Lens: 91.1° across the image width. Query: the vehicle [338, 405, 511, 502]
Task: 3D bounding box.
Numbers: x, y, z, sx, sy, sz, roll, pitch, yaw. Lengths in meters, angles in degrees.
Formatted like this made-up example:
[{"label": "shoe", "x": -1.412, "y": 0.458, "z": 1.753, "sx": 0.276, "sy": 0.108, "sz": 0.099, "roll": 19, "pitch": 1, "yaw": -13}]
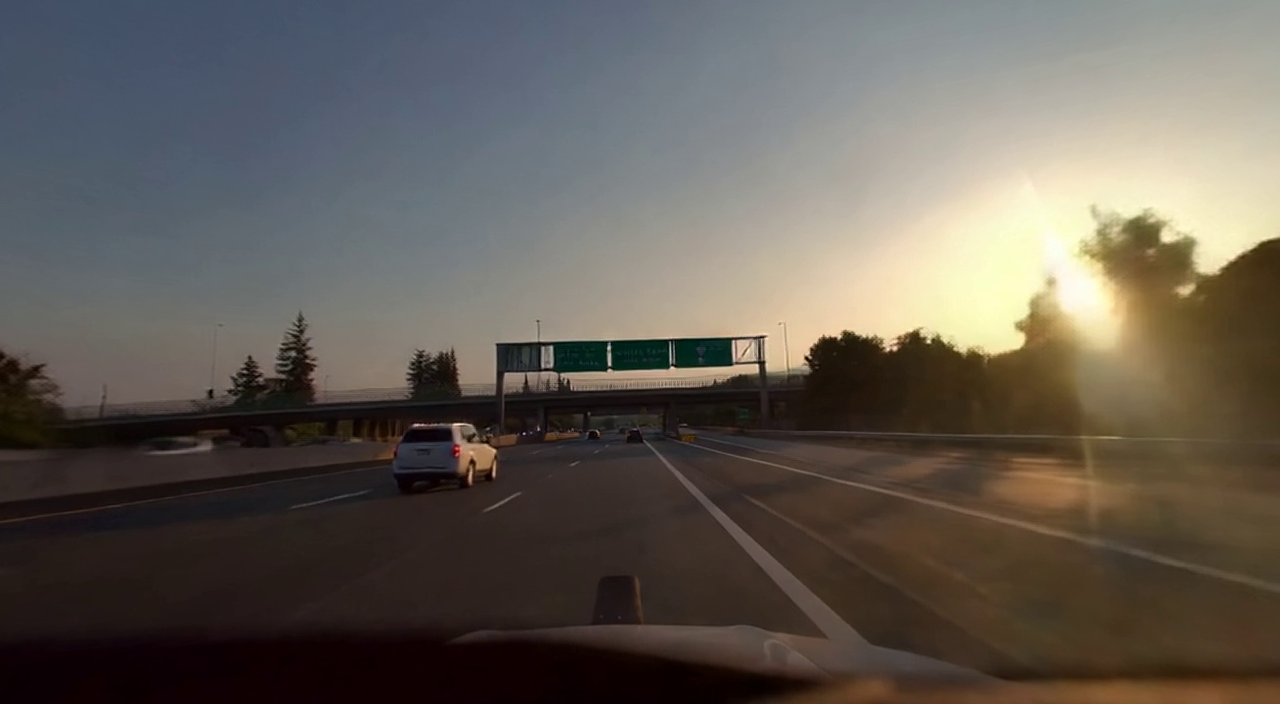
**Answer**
[{"label": "vehicle", "x": -4.393, "y": 2.161, "z": 13.815, "sx": 2.153, "sy": 1.730, "sz": 4.772, "roll": 0, "pitch": -8, "yaw": -1}]
